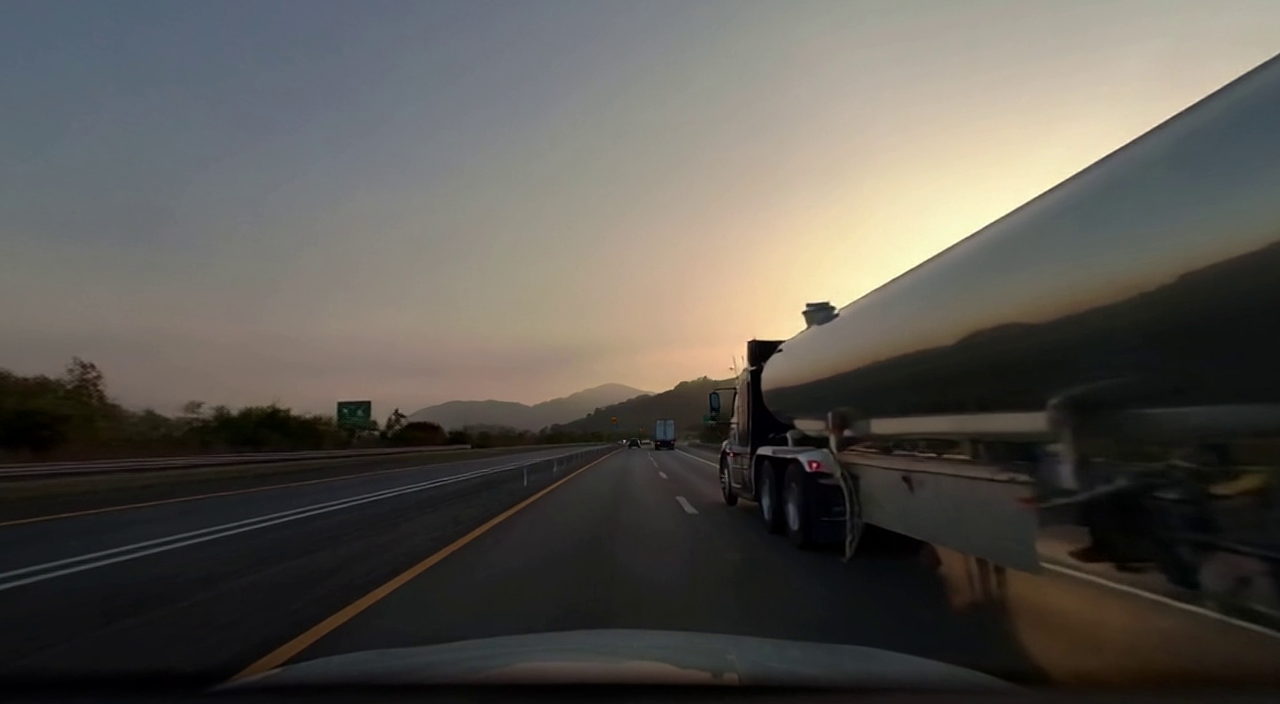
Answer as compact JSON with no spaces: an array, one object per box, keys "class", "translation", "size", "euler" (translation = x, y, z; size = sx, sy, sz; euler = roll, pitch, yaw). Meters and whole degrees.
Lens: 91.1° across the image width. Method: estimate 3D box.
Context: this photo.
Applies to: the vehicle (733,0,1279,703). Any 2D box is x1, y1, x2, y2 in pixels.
[{"class":"vehicle","translation":[3.096,0.073,4.475],"size":[2.946,3.745,11.516],"euler":[0,-8,-1]}]
